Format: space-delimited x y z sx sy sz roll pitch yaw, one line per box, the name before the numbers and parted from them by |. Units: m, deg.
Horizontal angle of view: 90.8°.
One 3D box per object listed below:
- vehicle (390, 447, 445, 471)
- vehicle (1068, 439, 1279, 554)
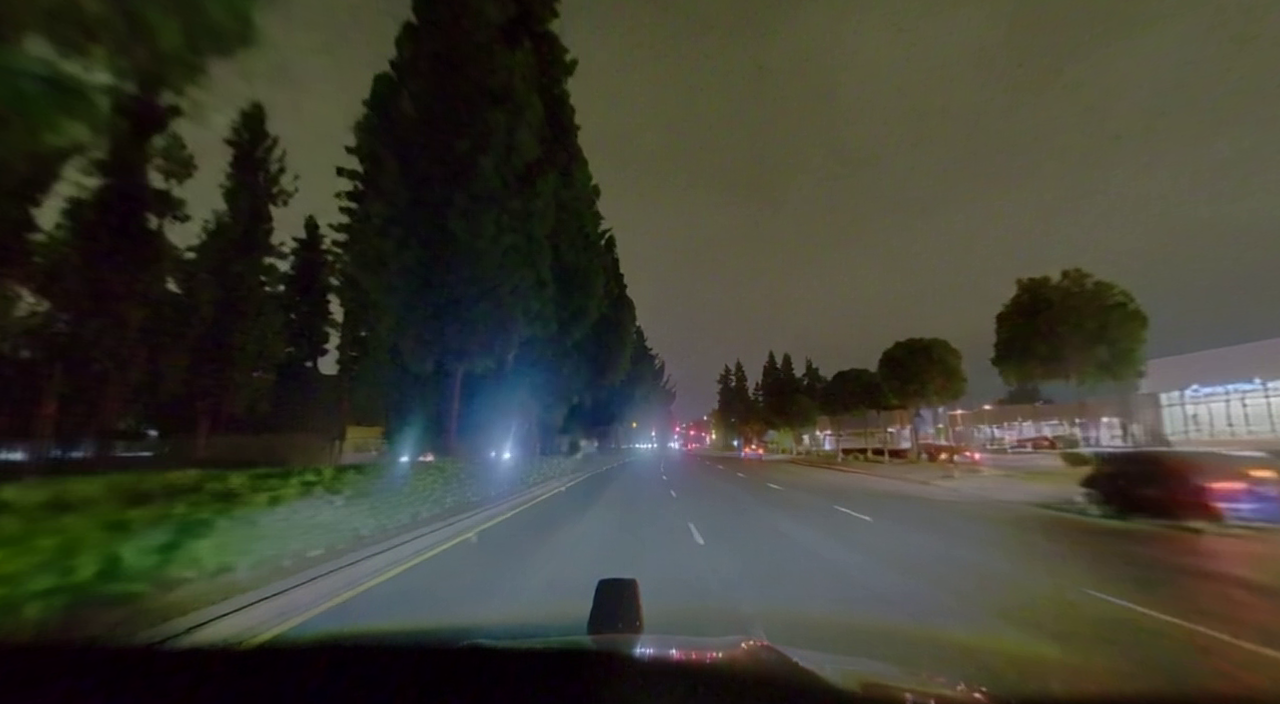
vehicle | -14.247 6.869 40.720 1.850 1.453 4.648 0 -9 1
vehicle | 9.255 2.161 10.059 1.920 1.456 4.402 -1 -9 3
